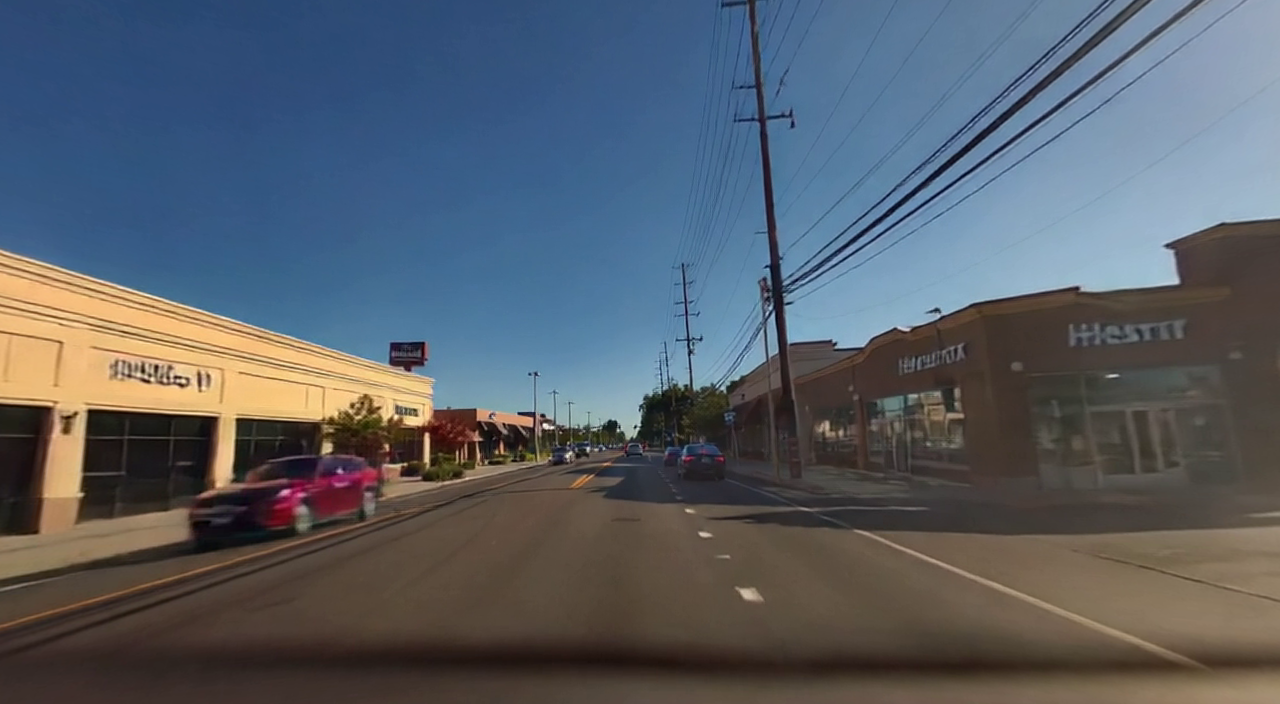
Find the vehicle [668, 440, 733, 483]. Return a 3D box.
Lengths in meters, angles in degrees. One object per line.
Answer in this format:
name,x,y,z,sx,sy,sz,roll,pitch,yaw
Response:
vehicle,2.210,4.111,23.994,1.975,1.497,3.647,0,-9,-2

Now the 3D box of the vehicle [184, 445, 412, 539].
vehicle,-6.284,2.571,12.329,2.069,1.490,4.254,0,-8,0
